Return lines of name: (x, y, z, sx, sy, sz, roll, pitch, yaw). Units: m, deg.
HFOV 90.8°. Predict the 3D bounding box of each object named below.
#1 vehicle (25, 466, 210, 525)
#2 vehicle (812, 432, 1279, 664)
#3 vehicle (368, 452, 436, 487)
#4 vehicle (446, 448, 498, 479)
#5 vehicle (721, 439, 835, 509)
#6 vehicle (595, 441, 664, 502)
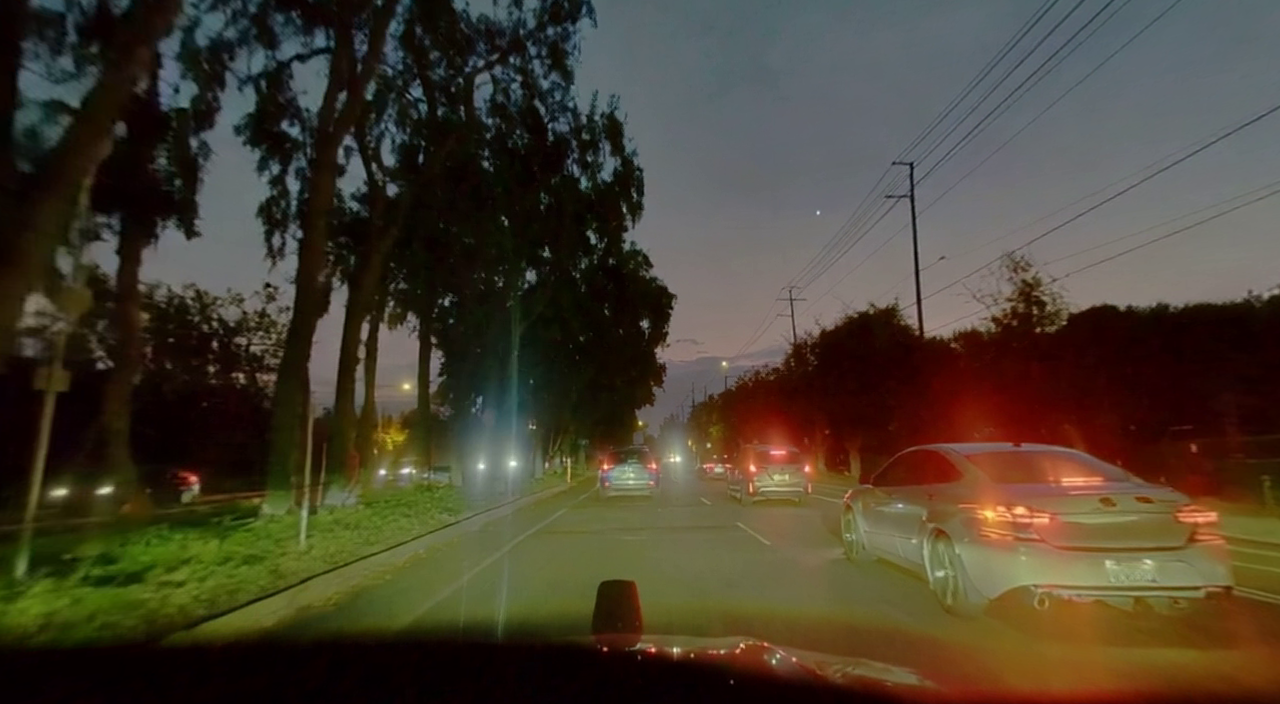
vehicle: (-16.176, 4.420, 19.968, 1.973, 1.457, 4.564, -1, -8, 0)
vehicle: (3.423, 1.606, 6.435, 1.977, 1.460, 4.565, 0, -8, -1)
vehicle: (-16.048, 7.908, 43.003, 2.258, 2.072, 5.695, -1, -8, 1)
vehicle: (-12.343, 8.188, 46.901, 2.223, 2.091, 6.044, -1, -8, -1)
vehicle: (3.795, 3.444, 18.363, 2.116, 1.726, 4.672, 0, -8, -1)
vehicle: (-0.318, 3.814, 20.614, 2.050, 1.745, 3.915, -1, -8, 0)
